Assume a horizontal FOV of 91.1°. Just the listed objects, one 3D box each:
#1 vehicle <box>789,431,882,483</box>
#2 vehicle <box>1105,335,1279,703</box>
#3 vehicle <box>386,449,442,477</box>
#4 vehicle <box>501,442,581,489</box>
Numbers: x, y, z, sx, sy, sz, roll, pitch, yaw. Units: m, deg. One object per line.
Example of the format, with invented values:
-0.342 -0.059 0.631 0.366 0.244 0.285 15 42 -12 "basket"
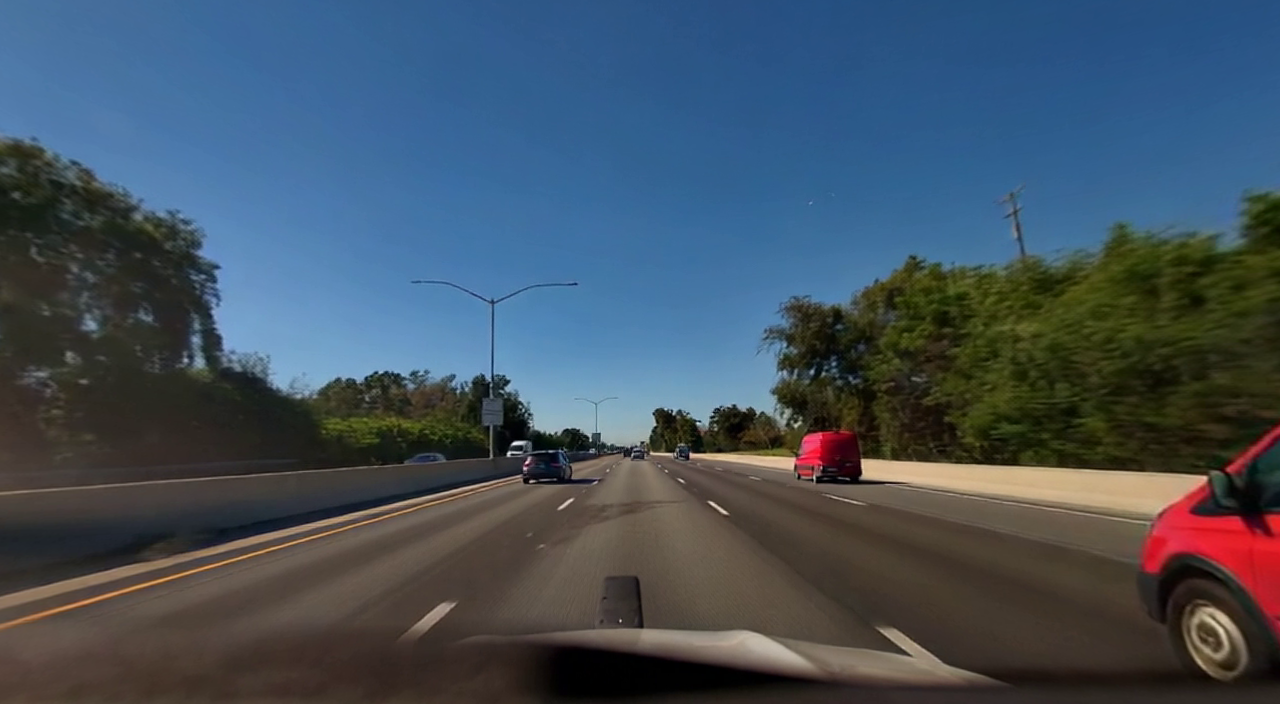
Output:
7.891 4.301 25.981 2.133 1.933 4.986 0 -9 -1 "vehicle"
3.742 0.569 1.267 2.169 1.685 4.417 0 -9 0 "vehicle"
-12.045 5.895 33.704 1.761 1.392 3.552 0 -9 -2 "vehicle"
-3.490 4.123 23.107 2.160 1.530 4.500 0 -9 0 "vehicle"
